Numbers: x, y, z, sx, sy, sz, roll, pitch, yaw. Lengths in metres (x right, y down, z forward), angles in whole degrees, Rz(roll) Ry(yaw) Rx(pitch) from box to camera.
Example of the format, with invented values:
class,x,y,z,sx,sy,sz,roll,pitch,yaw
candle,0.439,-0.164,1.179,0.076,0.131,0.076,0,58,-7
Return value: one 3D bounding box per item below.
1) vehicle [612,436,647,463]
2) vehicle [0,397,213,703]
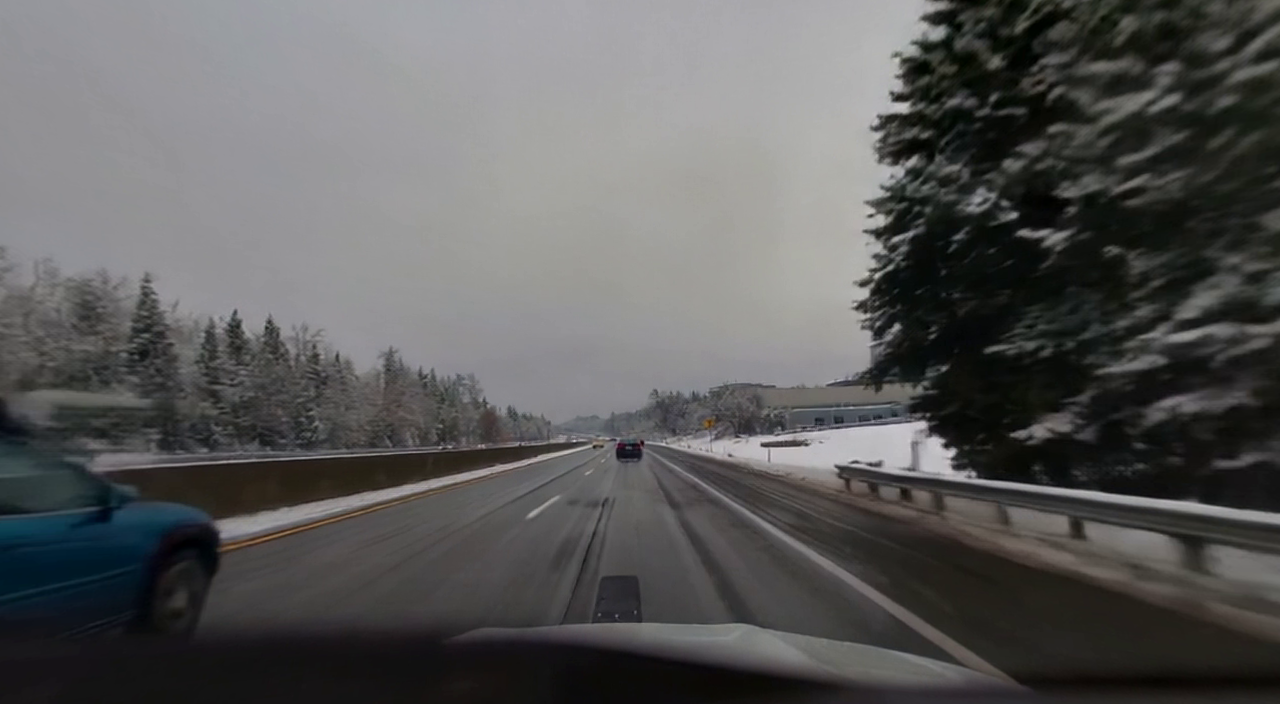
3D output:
class,x,y,z,sx,sy,sz,roll,pitch,yaw
vehicle,-0.691,6.177,40.088,2.151,1.618,3.898,0,-8,-2
vehicle,-4.359,0.921,2.442,2.189,1.580,4.607,0,-8,0
